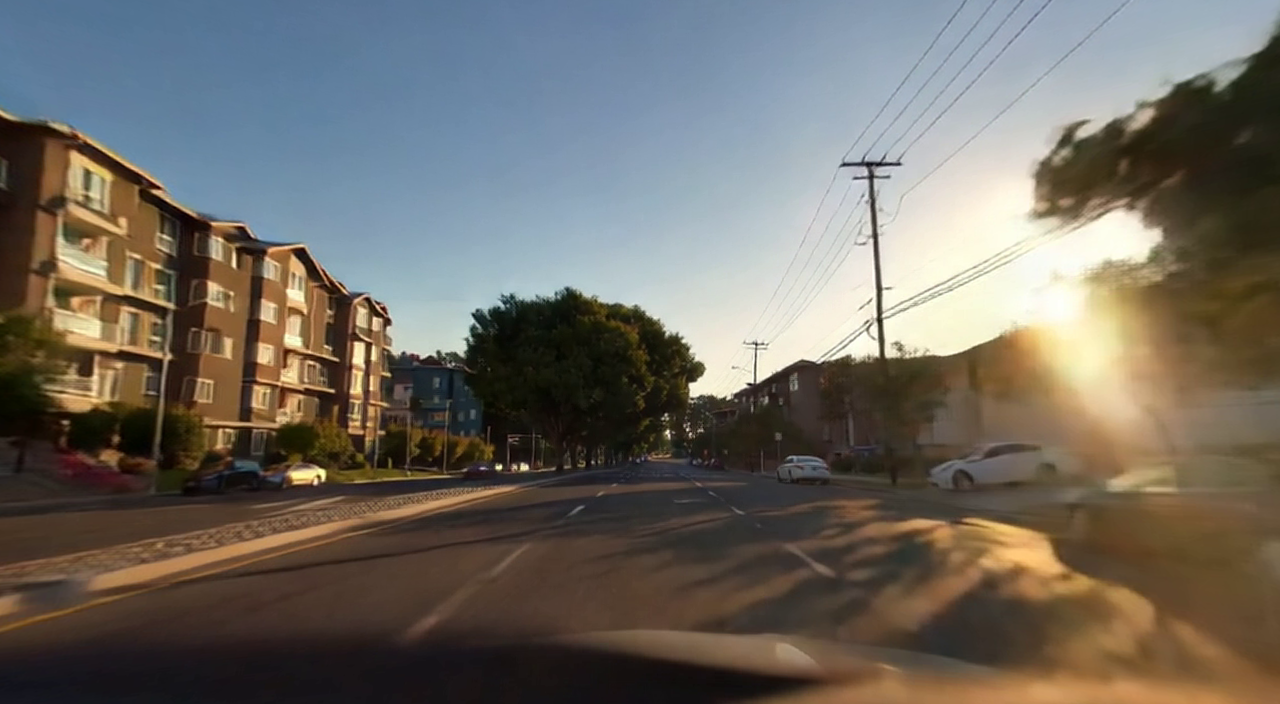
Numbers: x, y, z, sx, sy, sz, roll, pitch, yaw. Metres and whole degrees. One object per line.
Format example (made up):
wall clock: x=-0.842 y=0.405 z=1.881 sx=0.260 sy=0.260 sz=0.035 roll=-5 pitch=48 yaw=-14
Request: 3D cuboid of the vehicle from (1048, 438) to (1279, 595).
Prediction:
vehicle: x=7.143 y=1.760 z=7.324 sx=1.927 sy=1.494 sz=4.362 roll=0 pitch=-8 yaw=1

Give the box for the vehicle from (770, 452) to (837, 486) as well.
vehicle: x=7.805 y=5.595 z=30.489 sx=1.986 sy=1.467 sz=4.412 roll=0 pitch=-8 yaw=-1

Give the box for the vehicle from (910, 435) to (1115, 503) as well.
vehicle: x=9.922 y=3.145 z=17.123 sx=4.194 sy=1.682 sz=2.061 roll=-1 pitch=-8 yaw=2

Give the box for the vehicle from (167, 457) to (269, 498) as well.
vehicle: x=-21.686 y=6.438 z=32.688 sx=1.895 sy=1.798 sz=4.703 roll=-1 pitch=-8 yaw=2

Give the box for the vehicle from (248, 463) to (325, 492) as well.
vehicle: x=-21.606 y=7.657 z=38.800 sx=1.906 sy=1.487 sz=4.773 roll=-1 pitch=-8 yaw=1
